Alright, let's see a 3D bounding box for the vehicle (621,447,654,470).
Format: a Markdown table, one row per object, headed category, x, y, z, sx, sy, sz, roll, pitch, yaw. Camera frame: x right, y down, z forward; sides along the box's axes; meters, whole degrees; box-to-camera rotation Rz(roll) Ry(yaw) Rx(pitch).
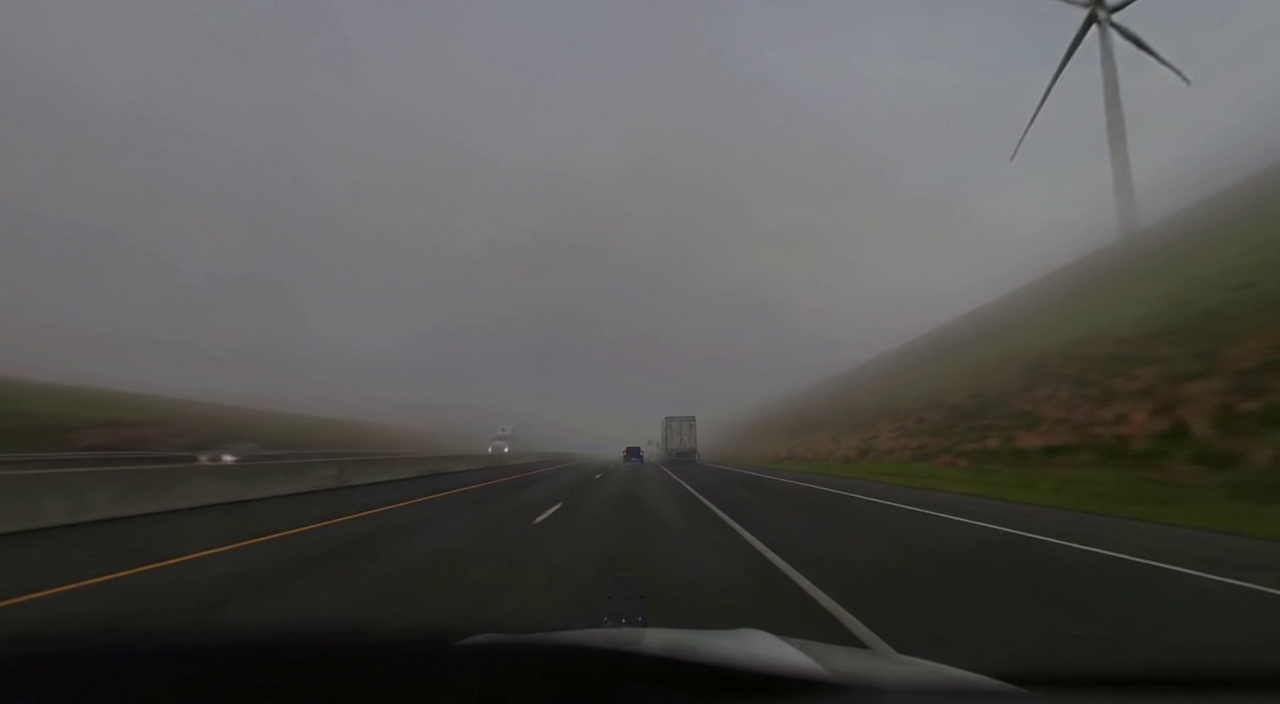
| category | x | y | z | sx | sy | sz | roll | pitch | yaw |
| --- | --- | --- | --- | --- | --- | --- | --- | --- | --- |
| vehicle | -0.190 | 7.265 | 43.150 | 2.209 | 1.453 | 3.695 | 0 | -9 | -1 |
